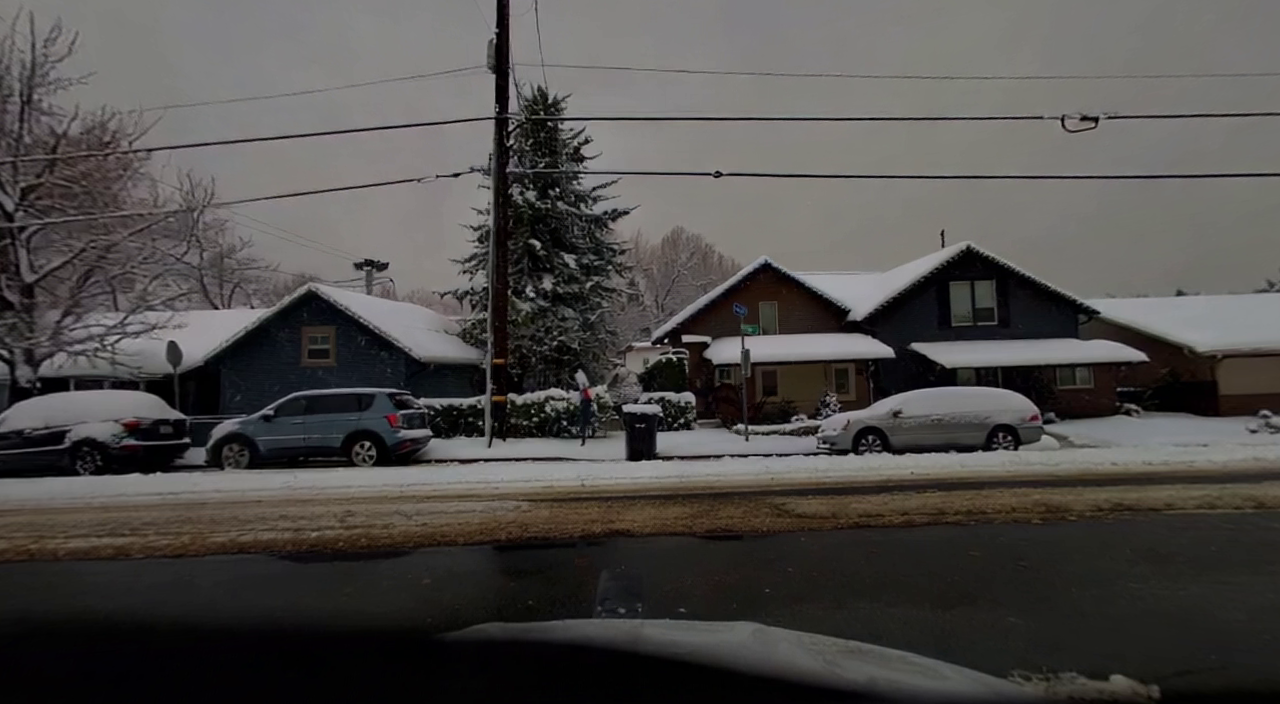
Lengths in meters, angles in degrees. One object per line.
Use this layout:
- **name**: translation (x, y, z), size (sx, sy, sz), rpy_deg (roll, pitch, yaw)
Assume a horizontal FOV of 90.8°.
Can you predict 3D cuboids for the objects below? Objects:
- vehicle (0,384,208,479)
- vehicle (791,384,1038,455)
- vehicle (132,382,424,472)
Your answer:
- **vehicle**: translation (-12.127, 1.726, 13.594), size (4.259, 1.878, 1.842), rpy_deg (0, -8, 1)
- **vehicle**: translation (5.699, 1.477, 13.545), size (4.469, 1.391, 1.746), rpy_deg (0, -8, -1)
- **vehicle**: translation (-7.399, 1.599, 13.338), size (4.943, 1.731, 1.877), rpy_deg (0, -8, -1)
